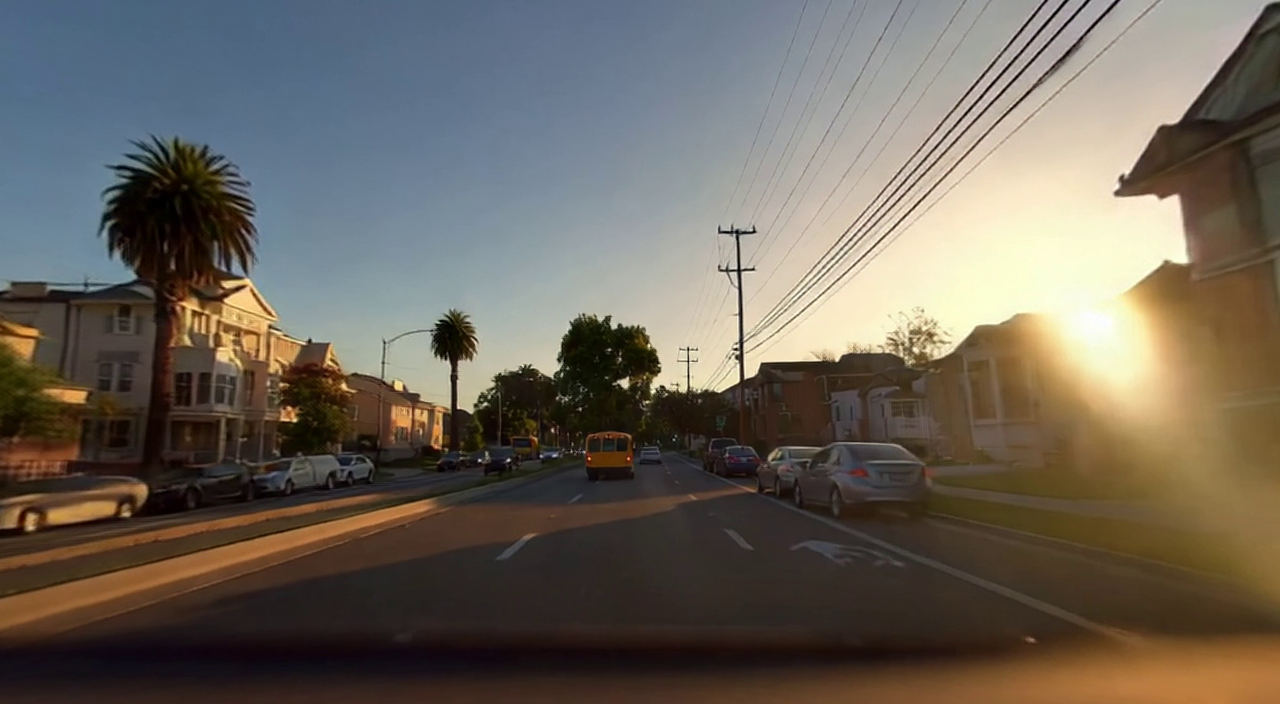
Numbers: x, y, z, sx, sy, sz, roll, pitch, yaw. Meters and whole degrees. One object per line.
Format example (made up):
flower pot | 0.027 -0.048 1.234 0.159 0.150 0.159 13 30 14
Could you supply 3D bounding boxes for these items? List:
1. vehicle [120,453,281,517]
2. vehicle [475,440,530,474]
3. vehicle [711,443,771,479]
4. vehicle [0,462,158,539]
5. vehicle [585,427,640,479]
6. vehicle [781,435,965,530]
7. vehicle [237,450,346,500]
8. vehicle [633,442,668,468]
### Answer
vehicle | -13.644 4.105 20.013 1.979 1.509 4.763 -3 -7 -4
vehicle | -7.912 6.049 36.652 2.096 1.798 4.831 0 -8 0
vehicle | 4.376 4.801 28.032 1.838 1.458 4.750 0 -8 -1
vehicle | -13.150 3.292 14.068 1.841 1.356 3.938 -6 -8 -2
vehicle | -1.190 4.299 27.036 2.168 2.040 4.527 0 -8 -3
vehicle | 4.247 2.431 12.364 1.946 1.530 4.240 0 -8 -1
vehicle | -14.147 4.977 25.943 2.041 1.643 4.665 -4 -9 -3
vehicle | 0.691 6.372 39.114 2.063 1.495 3.849 0 -8 1
